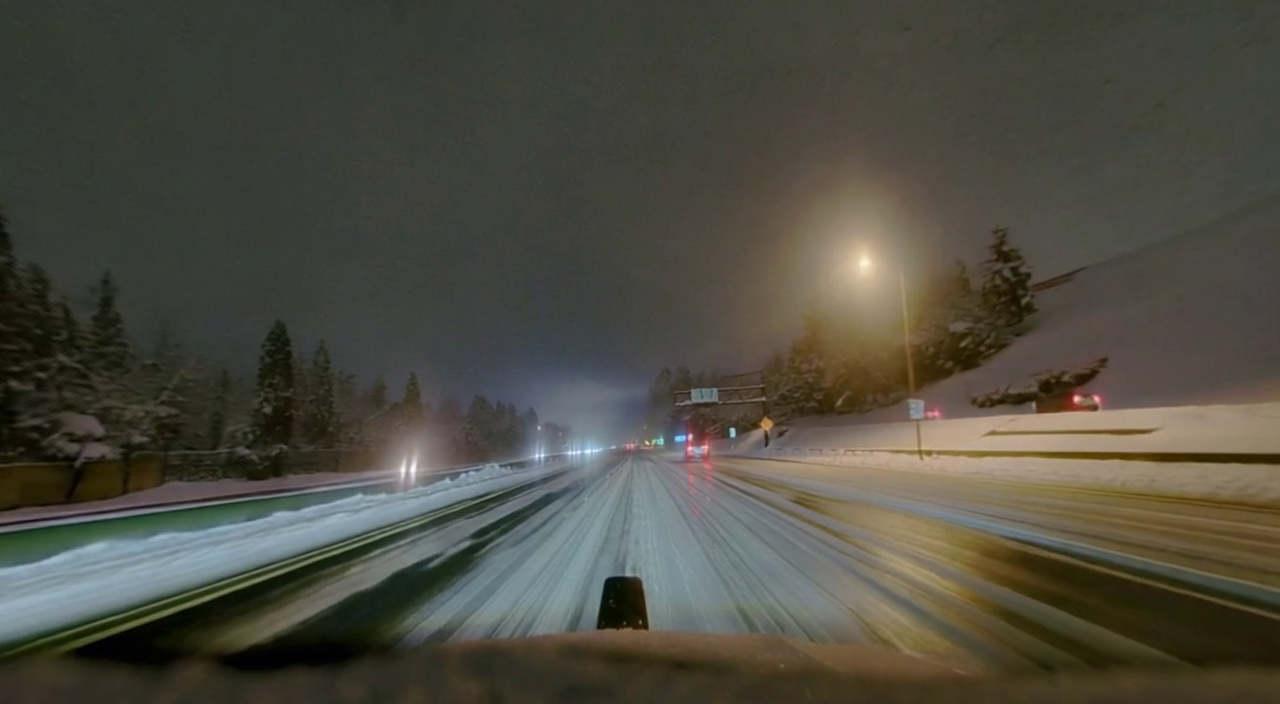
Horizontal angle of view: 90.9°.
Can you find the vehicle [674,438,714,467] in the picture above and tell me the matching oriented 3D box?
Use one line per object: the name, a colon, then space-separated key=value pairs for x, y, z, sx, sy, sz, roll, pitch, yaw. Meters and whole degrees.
vehicle: x=3.406 y=6.469 z=40.604 sx=2.099 sy=1.748 sz=4.331 roll=0 pitch=-8 yaw=-2
